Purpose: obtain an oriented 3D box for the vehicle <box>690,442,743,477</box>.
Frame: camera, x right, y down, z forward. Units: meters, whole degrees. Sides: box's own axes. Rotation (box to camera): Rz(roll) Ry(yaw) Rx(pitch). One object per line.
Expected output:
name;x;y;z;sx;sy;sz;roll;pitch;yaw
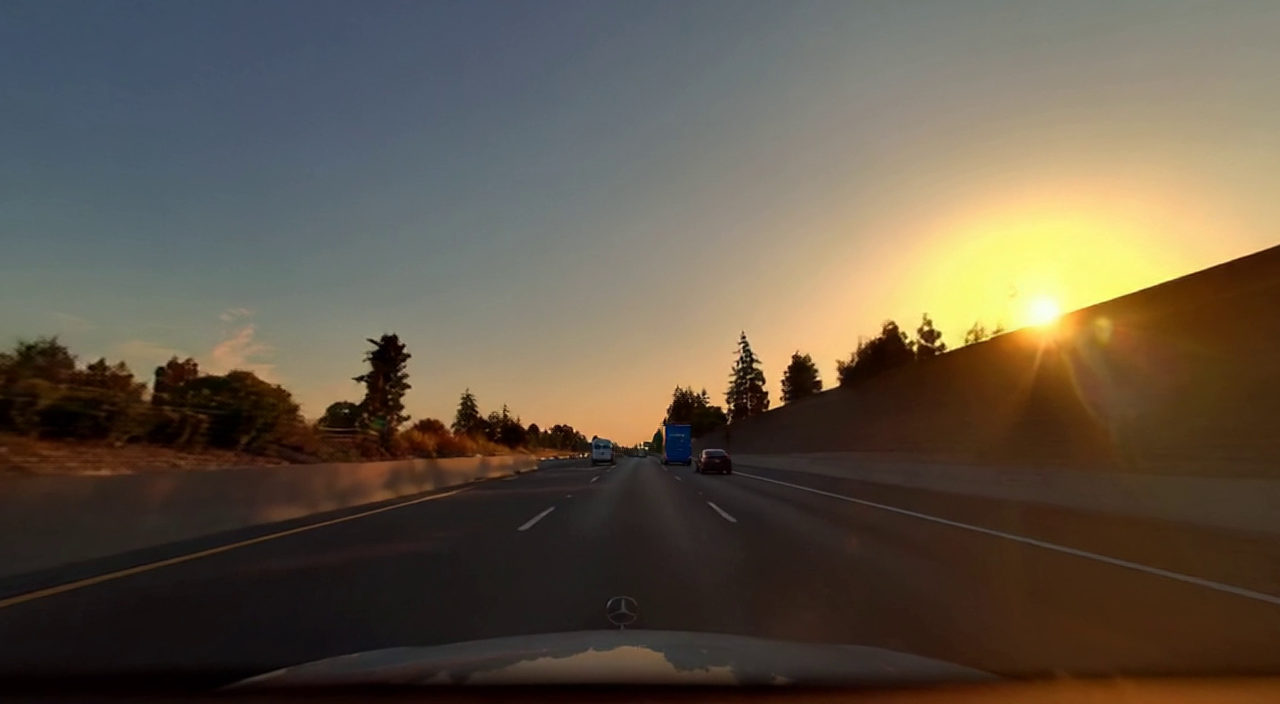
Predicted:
vehicle;3.798;5.412;32.085;2.066;1.638;4.158;0;-9;-2
